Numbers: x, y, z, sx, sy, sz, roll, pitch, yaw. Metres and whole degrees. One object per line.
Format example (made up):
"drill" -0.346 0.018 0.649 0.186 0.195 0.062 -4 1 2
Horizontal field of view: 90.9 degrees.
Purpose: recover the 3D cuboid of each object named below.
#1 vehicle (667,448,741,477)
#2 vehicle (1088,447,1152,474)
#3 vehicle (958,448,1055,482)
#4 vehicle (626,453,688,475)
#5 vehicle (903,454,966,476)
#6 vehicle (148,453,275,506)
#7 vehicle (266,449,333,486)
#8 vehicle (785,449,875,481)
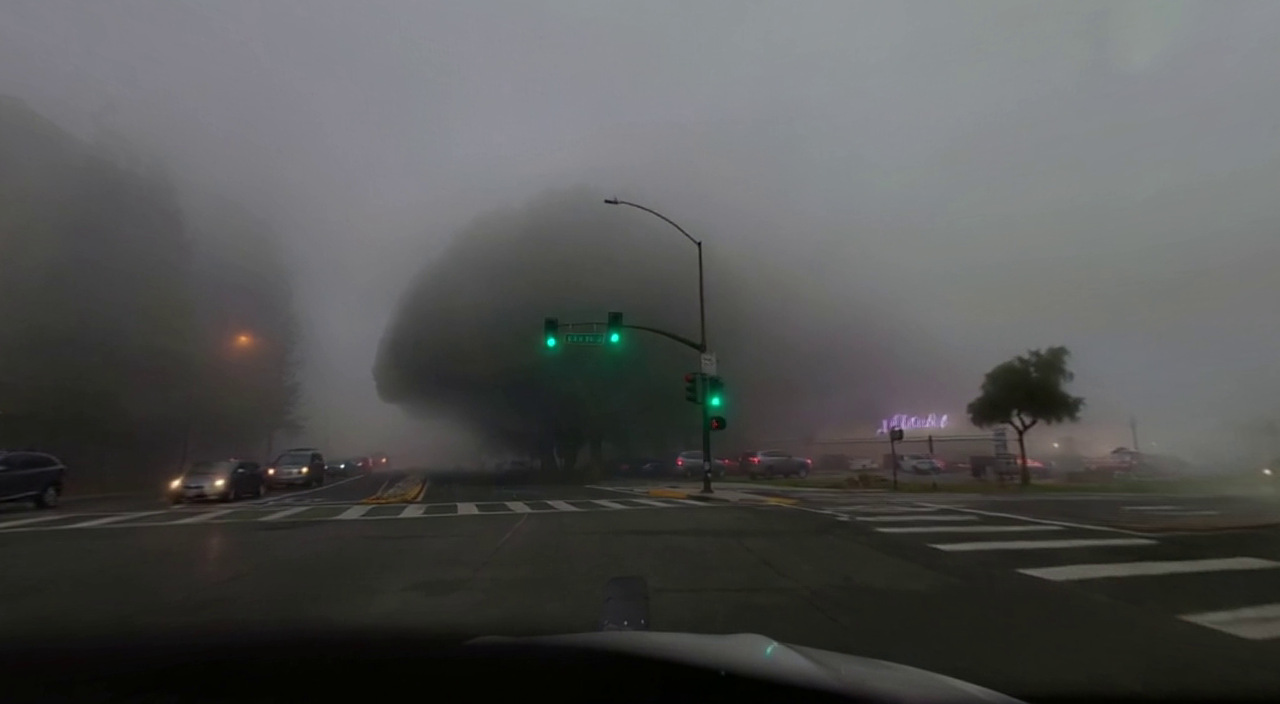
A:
"vehicle" 4.245 7.247 41.458 4.669 1.770 1.896 6 -10 -35
"vehicle" 35.162 7.891 46.124 4.689 1.888 2.114 5 -10 -33
"vehicle" 19.779 6.052 34.040 4.530 1.696 1.979 3 -9 -19
"vehicle" 1.244 8.207 46.175 4.257 1.474 1.751 4 -9 -25
"vehicle" 20.402 7.793 43.640 4.324 1.437 1.865 6 -10 -33
"vehicle" -14.274 4.221 21.364 1.961 1.492 4.702 2 -9 -14
"vehicle" -18.303 6.173 34.151 2.049 1.817 5.292 2 -9 -16
"vehicle" 10.639 6.299 35.297 4.375 1.685 2.045 3 -9 -18
